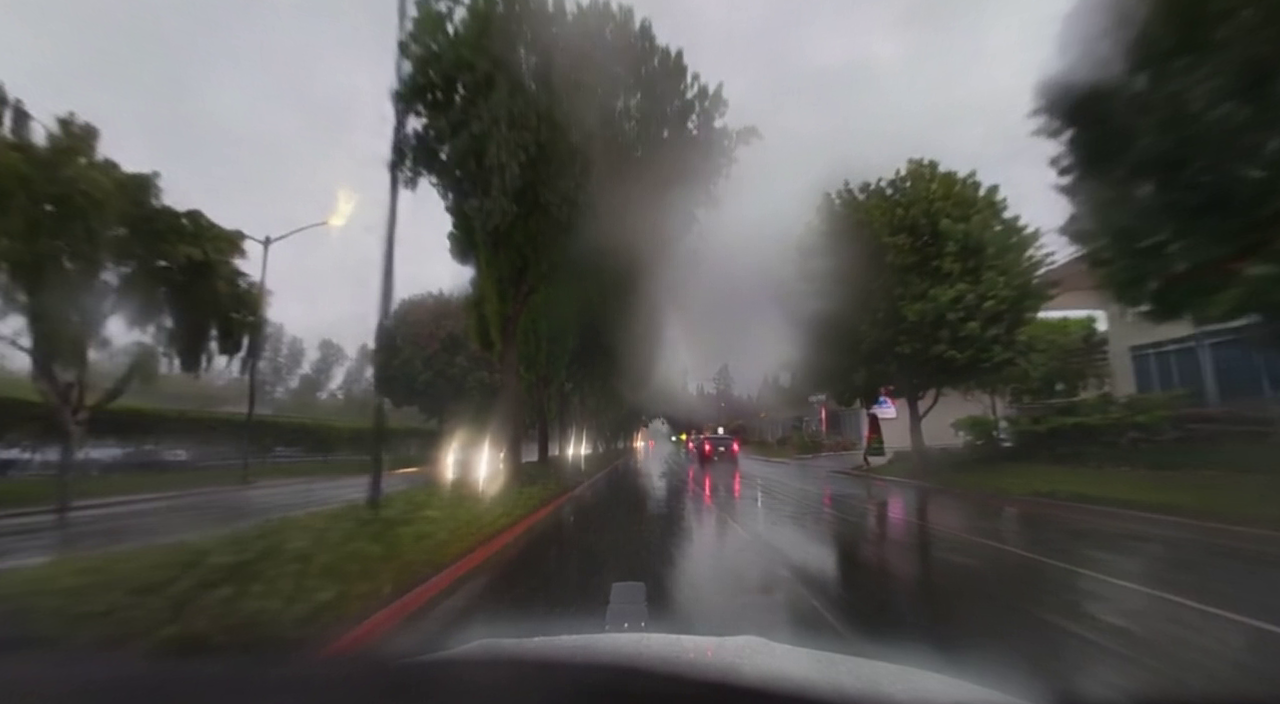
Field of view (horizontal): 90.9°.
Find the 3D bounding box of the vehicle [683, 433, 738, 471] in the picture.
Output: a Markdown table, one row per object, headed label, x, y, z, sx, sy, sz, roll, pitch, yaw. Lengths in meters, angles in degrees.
| label | x | y | z | sx | sy | sz | roll | pitch | yaw |
| --- | --- | --- | --- | --- | --- | --- | --- | --- | --- |
| vehicle | 3.464 | 5.001 | 31.724 | 2.143 | 1.759 | 4.378 | 0 | -8 | -1 |
